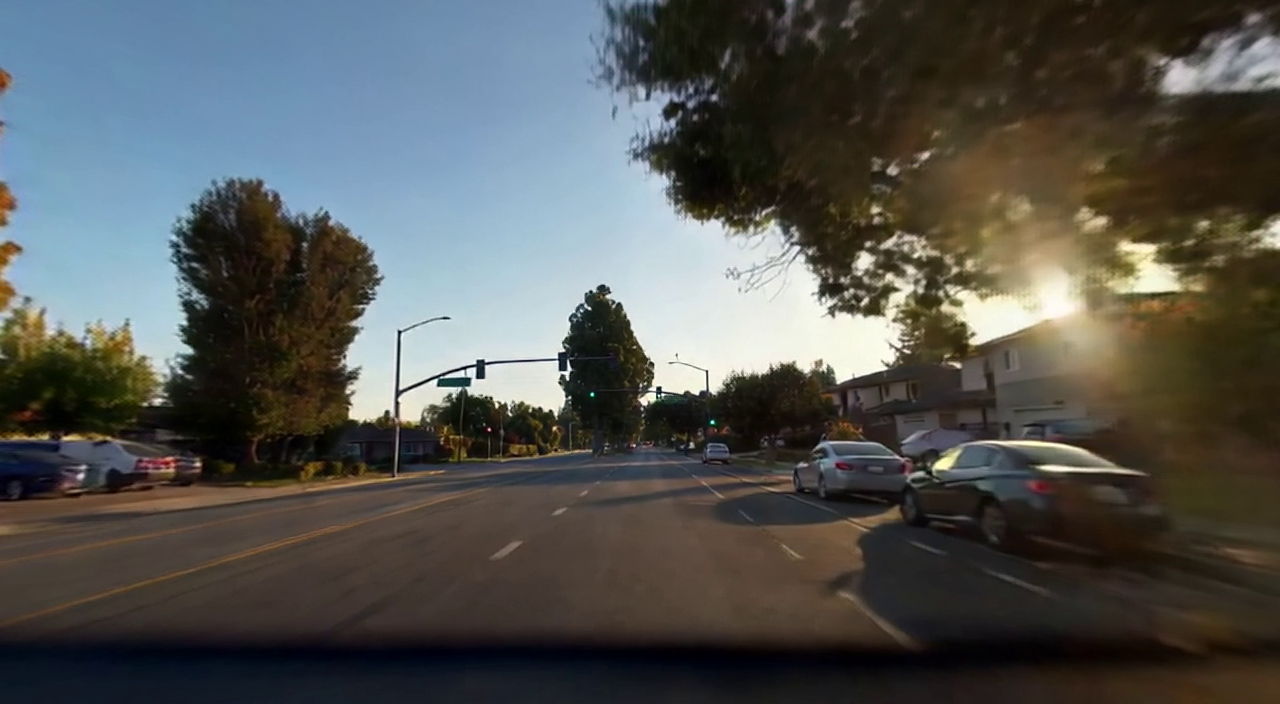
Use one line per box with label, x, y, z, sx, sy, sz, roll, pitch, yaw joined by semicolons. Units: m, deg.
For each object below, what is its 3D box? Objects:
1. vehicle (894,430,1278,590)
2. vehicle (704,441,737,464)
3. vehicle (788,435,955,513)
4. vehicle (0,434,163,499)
vehicle;5.056;1.797;8.083;1.895;1.487;4.176;0;-8;1
vehicle;5.922;7.449;46.844;1.950;1.567;4.083;0;-8;1
vehicle;5.186;2.786;14.973;1.997;1.521;4.747;0;-8;-3
vehicle;-19.615;3.856;21.484;4.852;2.017;2.342;-1;-8;4
